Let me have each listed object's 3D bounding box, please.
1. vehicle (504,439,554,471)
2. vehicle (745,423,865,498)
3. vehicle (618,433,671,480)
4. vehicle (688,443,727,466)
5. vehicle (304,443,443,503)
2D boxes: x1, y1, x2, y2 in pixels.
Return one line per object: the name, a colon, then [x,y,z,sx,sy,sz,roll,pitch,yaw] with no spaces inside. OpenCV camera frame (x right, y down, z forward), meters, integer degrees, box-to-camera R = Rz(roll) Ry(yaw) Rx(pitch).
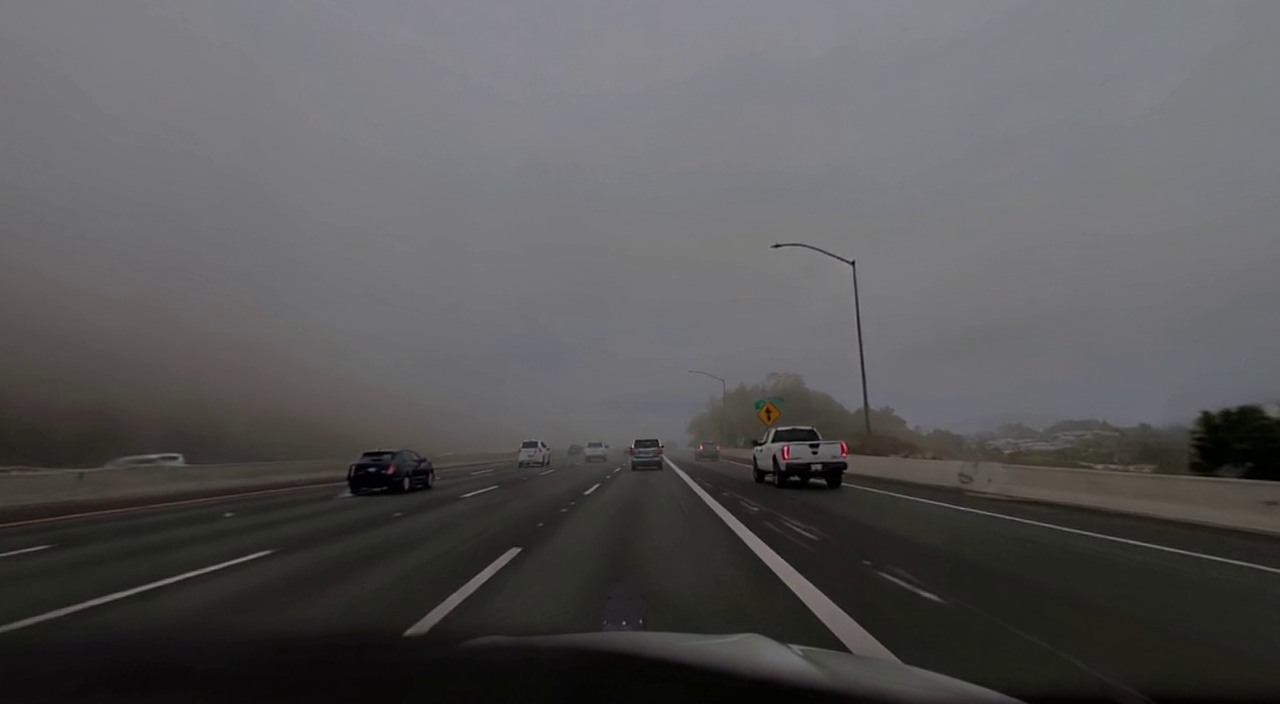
vehicle: [-6.735,6.304,38.894,2.160,1.799,5.001,0,-8,0]
vehicle: [4.511,3.049,18.119,2.029,1.859,4.669,0,-8,-2]
vehicle: [0.159,4.366,26.579,2.052,1.808,3.898,0,-8,-1]
vehicle: [4.450,6.856,42.282,1.998,1.456,4.338,0,-8,-2]
vehicle: [-7.502,3.416,18.388,1.916,1.482,4.908,0,-8,0]
